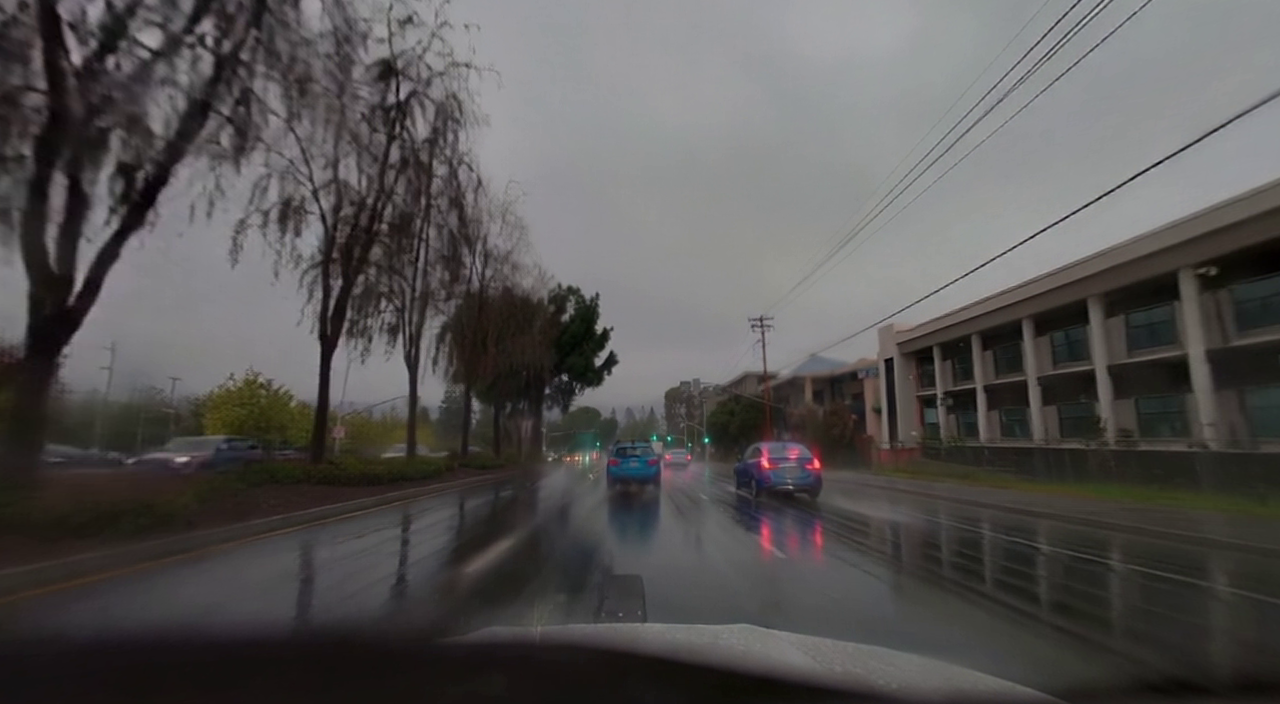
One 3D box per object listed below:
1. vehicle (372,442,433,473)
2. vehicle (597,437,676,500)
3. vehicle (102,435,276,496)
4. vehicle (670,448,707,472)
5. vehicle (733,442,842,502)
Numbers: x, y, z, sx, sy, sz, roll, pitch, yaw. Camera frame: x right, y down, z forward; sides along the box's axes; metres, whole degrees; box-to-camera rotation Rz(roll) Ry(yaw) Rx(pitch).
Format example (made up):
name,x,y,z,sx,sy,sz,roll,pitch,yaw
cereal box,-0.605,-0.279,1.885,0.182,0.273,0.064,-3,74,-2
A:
name,x,y,z,sx,sy,sz,roll,pitch,yaw
vehicle,-14.309,6.344,38.375,2.064,1.745,4.495,0,-8,-1
vehicle,-0.132,3.334,18.522,2.073,1.606,3.933,0,-8,-1
vehicle,-13.549,3.407,19.421,1.982,1.639,4.553,0,-8,0
vehicle,3.120,7.045,41.508,2.054,1.461,4.321,0,-8,-1
vehicle,4.158,3.443,18.644,2.086,1.534,4.351,0,-8,-1
